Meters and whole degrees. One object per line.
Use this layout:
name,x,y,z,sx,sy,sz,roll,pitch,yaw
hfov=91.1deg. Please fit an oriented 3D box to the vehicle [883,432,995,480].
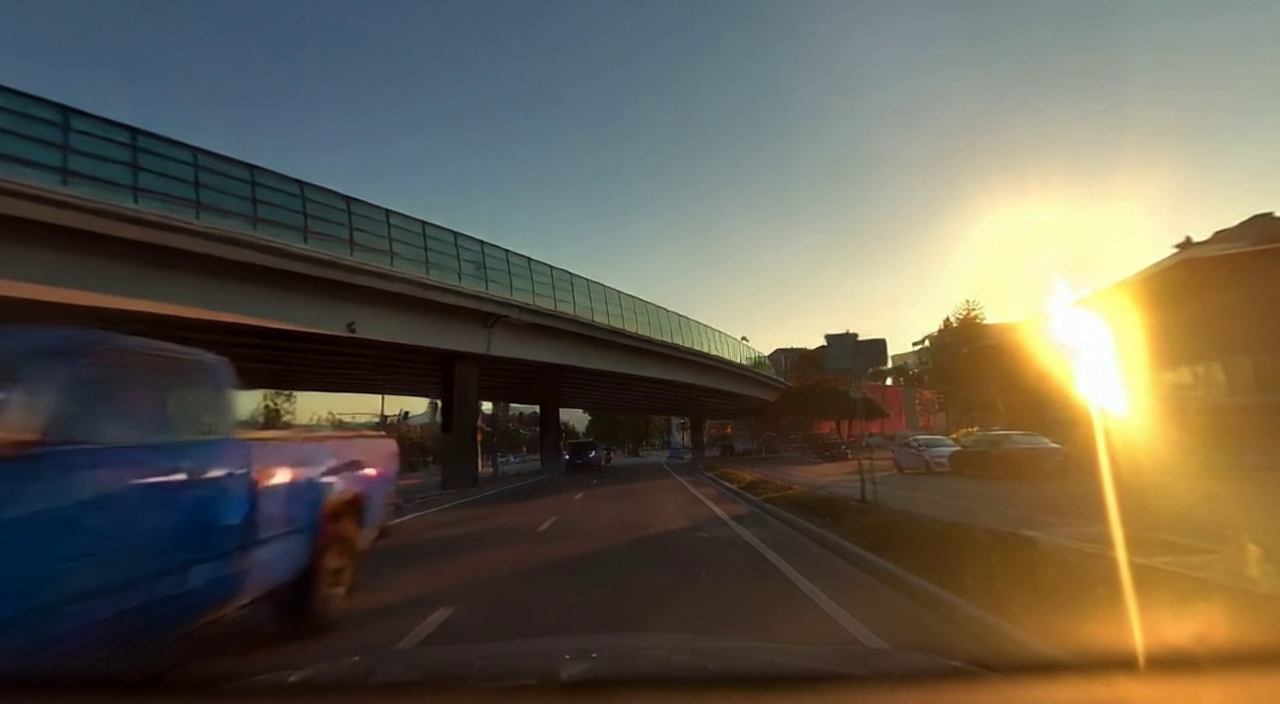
vehicle,11.685,4.085,24.949,2.189,1.510,4.458,-6,-8,0

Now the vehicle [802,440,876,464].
vehicle,14.442,7.244,45.720,2.078,1.523,4.760,1,-7,-34

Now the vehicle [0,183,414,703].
vehicle,-3.798,0.736,3.039,2.967,2.369,6.635,-2,-9,0

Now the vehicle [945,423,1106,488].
vehicle,11.651,3.162,19.444,2.051,1.534,4.466,-7,-9,0

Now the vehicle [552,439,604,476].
vehicle,-3.746,6.484,38.983,2.468,1.993,5.840,-3,-9,1
